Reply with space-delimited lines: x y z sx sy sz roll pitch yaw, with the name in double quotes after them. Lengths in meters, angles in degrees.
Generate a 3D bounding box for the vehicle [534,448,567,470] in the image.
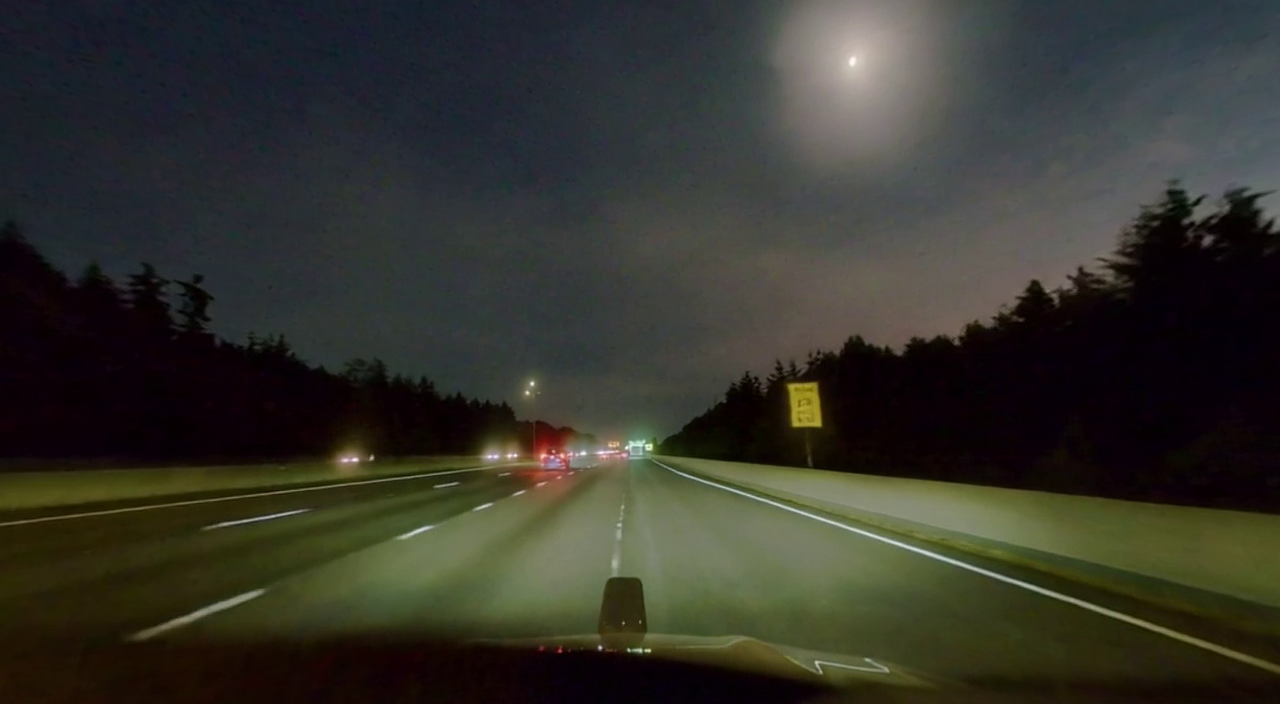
-6.875 8.264 48.649 1.875 1.587 4.687 0 -9 0 "vehicle"
